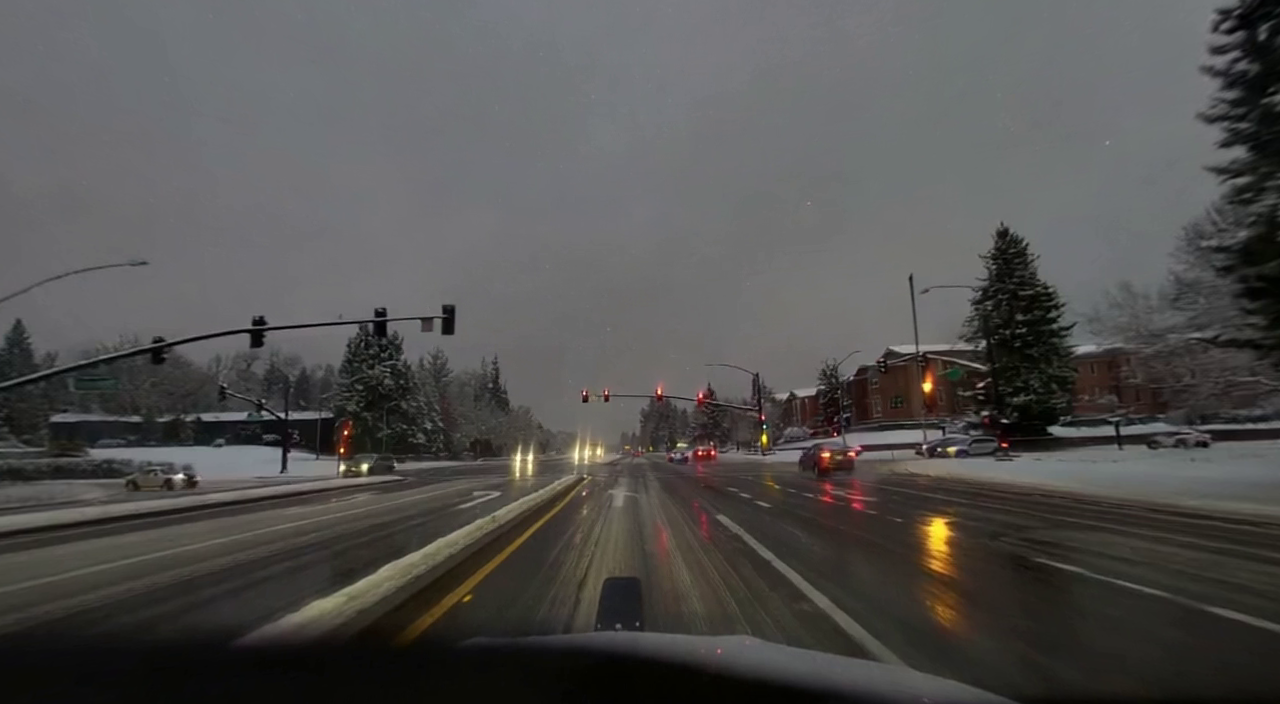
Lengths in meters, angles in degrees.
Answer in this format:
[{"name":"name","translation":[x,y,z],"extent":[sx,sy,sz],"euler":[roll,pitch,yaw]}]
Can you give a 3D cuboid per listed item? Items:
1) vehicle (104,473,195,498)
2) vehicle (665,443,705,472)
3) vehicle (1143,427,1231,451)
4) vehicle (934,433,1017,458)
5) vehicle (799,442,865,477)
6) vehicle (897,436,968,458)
[{"name":"vehicle","translation":[-34.029,9.246,43.899],"extent":[4.552,1.544,2.010],"euler":[0,-9,-1]},{"name":"vehicle","translation":[2.579,6.156,37.103],"extent":[1.917,1.538,4.259],"euler":[0,-9,-2]},{"name":"vehicle","translation":[39.832,6.355,46.081],"extent":[4.517,1.643,1.945],"euler":[0,-9,0]},{"name":"vehicle","translation":[24.413,6.799,46.046],"extent":[4.747,1.766,2.179],"euler":[0,-9,-1]},{"name":"vehicle","translation":[9.584,5.365,31.926],"extent":[1.798,1.621,4.304],"euler":[0,-9,-2]},{"name":"vehicle","translation":[22.599,7.372,48.936],"extent":[4.475,1.682,2.044],"euler":[0,-9,-2]}]
